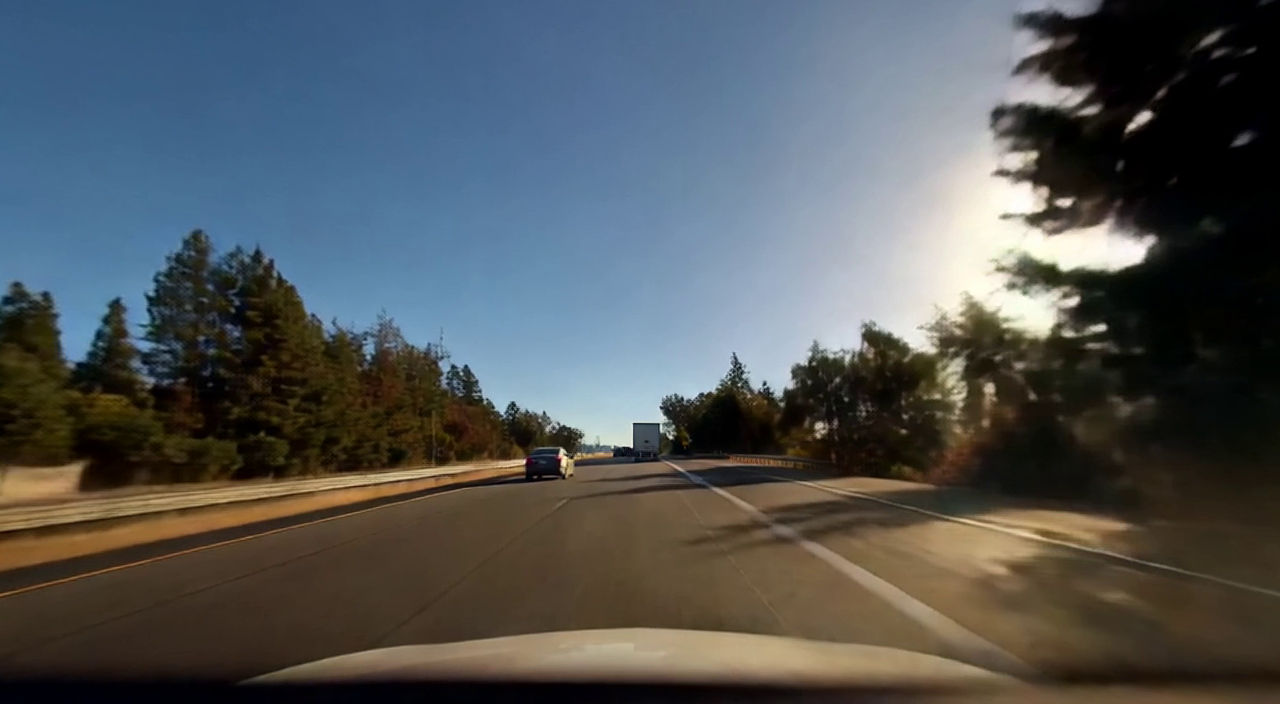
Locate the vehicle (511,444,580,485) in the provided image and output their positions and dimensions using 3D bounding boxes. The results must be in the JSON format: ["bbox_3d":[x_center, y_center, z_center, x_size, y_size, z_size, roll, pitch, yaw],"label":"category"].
[{"bbox_3d":[-3.893,4.737,26.847,1.999,1.533,4.870,-1,-9,2],"label":"vehicle"}]
